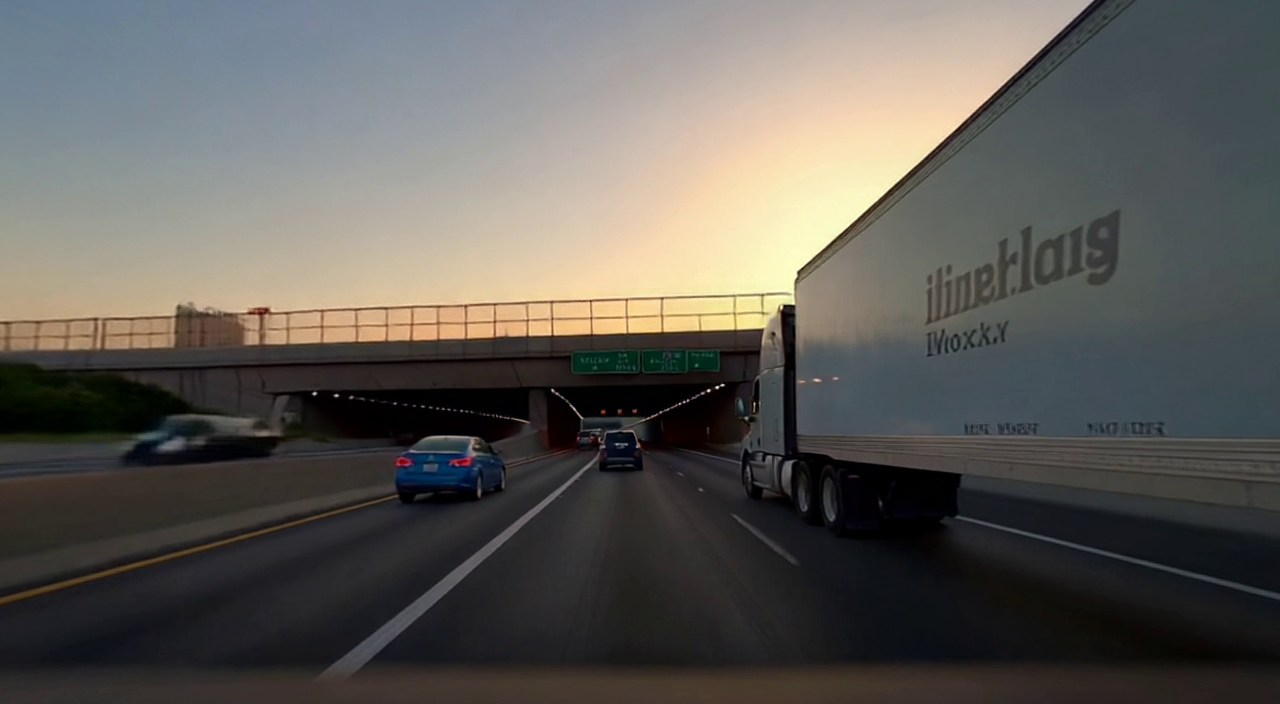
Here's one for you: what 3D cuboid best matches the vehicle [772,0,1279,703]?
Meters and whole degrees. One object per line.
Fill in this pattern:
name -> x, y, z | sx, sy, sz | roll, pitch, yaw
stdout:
vehicle -> 3.826, -0.156, 3.804 | 2.842, 4.108, 14.081 | 0, -8, -1

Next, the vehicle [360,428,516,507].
vehicle -> -4.167, 2.443, 13.887 | 2.019, 1.435, 4.317 | 0, -8, 0

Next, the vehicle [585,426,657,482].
vehicle -> -0.582, 3.235, 20.285 | 2.094, 1.600, 3.666 | 0, -8, -1

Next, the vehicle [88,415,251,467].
vehicle -> -15.316, 2.943, 20.929 | 1.844, 1.493, 4.736 | 0, -8, -1
